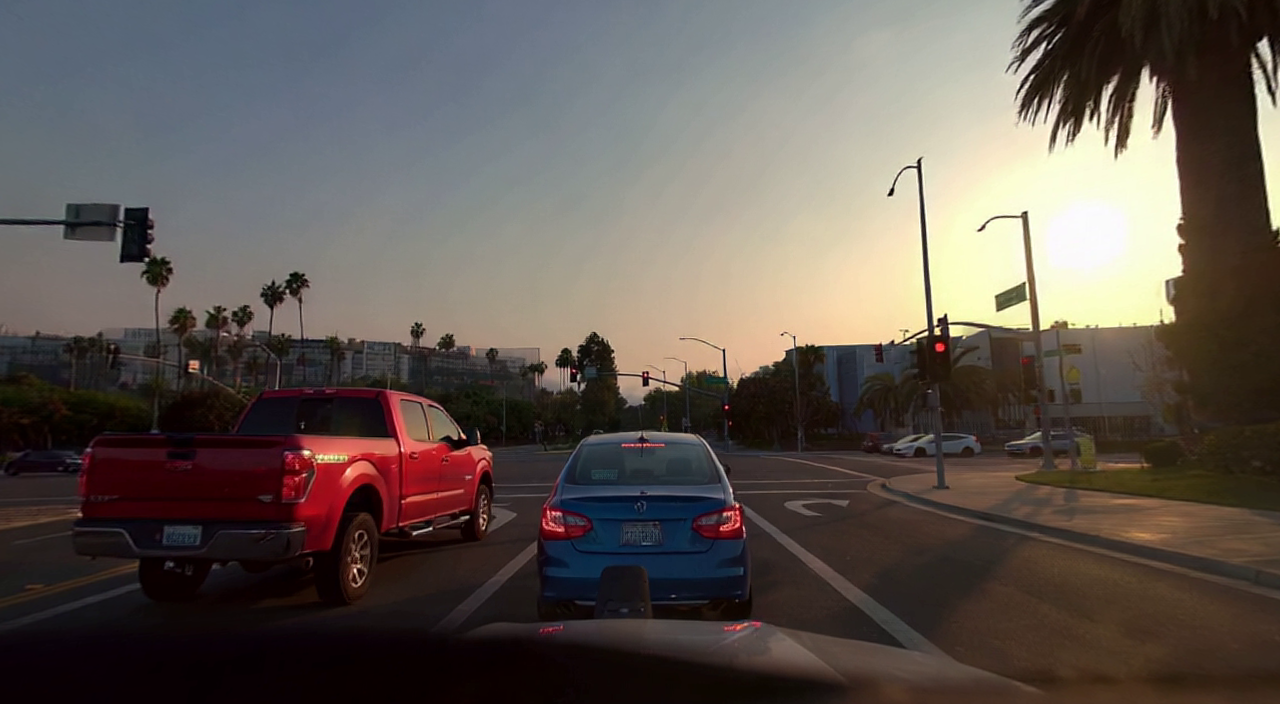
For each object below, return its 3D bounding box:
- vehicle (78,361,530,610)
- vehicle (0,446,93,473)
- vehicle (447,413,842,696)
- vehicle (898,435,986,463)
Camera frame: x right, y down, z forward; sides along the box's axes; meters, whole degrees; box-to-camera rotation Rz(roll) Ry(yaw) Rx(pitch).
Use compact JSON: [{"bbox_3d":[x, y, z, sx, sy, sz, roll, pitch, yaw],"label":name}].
[{"bbox_3d":[-3.209,1.471,7.914,2.330,1.969,5.626,-1,-8,3],"label":"vehicle"},{"bbox_3d":[-37.079,6.632,38.878,4.576,1.617,1.937,0,-8,2],"label":"vehicle"},{"bbox_3d":[0.053,1.399,5.528,2.122,1.501,4.152,0,-8,1],"label":"vehicle"},{"bbox_3d":[18.847,6.079,39.305,4.466,1.717,1.963,0,-8,2],"label":"vehicle"}]
